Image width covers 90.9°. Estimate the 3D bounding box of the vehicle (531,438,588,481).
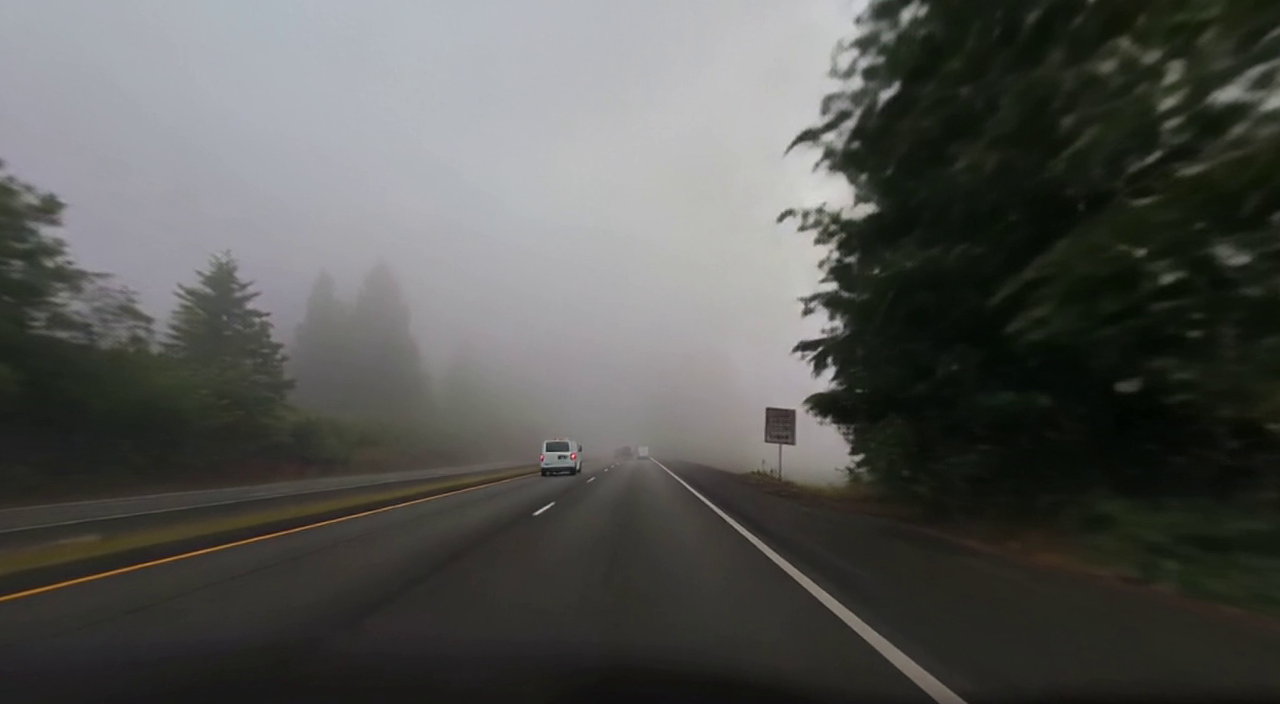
[{"bbox_3d":[-3.689,5.025,29.650,2.056,1.811,4.202,0,-9,1],"label":"vehicle"}]
